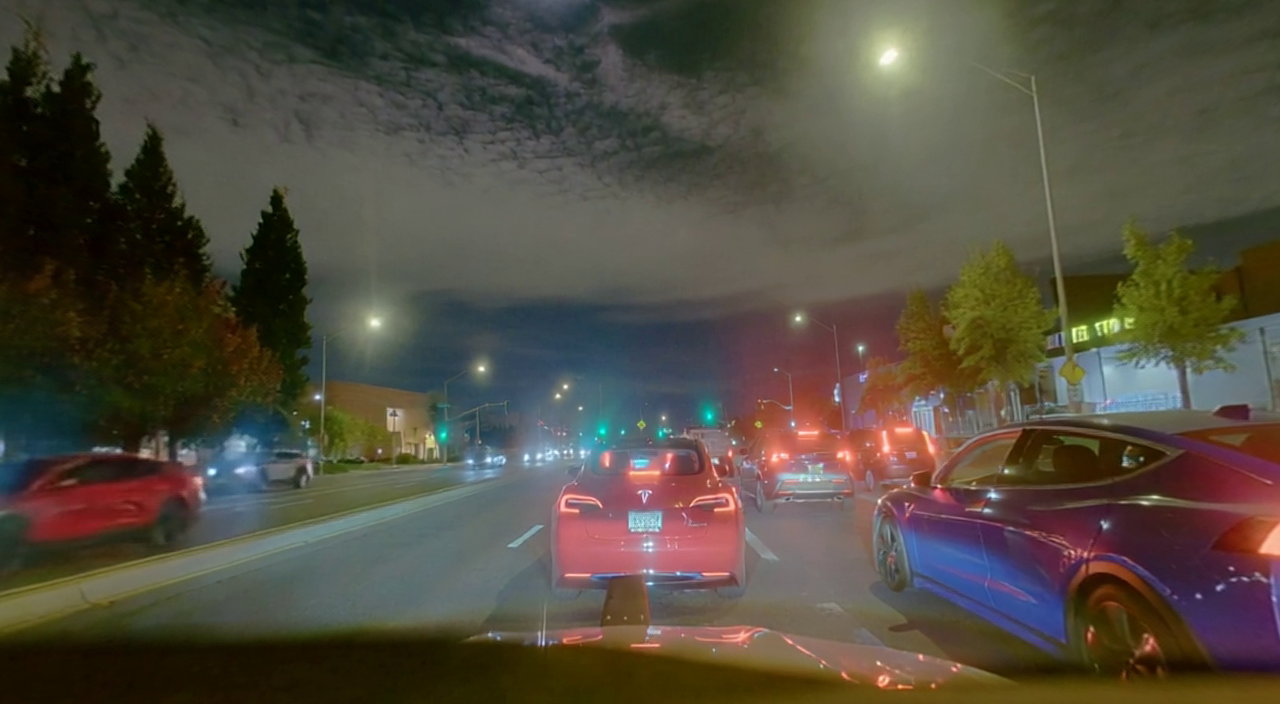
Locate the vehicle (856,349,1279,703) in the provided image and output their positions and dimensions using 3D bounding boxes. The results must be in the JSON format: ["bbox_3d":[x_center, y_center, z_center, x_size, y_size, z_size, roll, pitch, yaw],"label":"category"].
[{"bbox_3d":[3.187,1.095,4.001,2.038,1.651,4.455,0,-8,0],"label":"vehicle"}]

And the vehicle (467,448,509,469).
[{"bbox_3d":[-11.263,7.896,46.920,1.892,1.479,4.355,-1,-8,3],"label":"vehicle"}]

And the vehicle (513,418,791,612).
[{"bbox_3d":[0.105,1.556,6.912,2.137,1.488,3.938,0,-8,0],"label":"vehicle"}]

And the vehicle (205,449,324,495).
[{"bbox_3d":[-15.012,4.779,25.570,2.005,1.630,4.556,0,-8,0],"label":"vehicle"}]

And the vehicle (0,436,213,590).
[{"bbox_3d":[-7.969,1.923,8.018,1.999,1.662,4.291,0,-8,1],"label":"vehicle"}]
